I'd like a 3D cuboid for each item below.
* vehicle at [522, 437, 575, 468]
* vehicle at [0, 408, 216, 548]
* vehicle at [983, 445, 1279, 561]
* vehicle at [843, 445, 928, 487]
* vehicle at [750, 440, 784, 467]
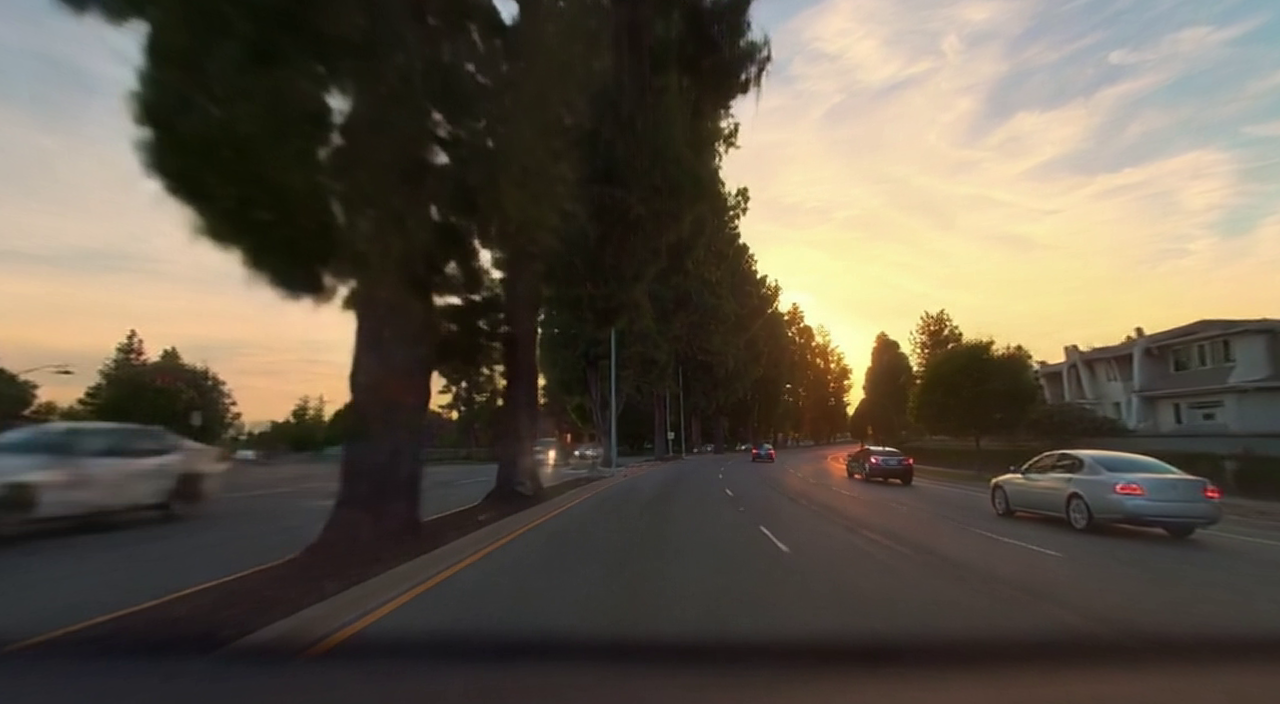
[{"bbox_3d":[-5.525,6.161,38.819,2.024,1.729,4.371,-1,-8,9],"label":"vehicle"},{"bbox_3d":[-8.570,1.673,8.697,2.126,1.637,4.509,-1,-8,3],"label":"vehicle"},{"bbox_3d":[7.466,2.182,9.992,1.783,1.386,4.433,-1,-8,3],"label":"vehicle"},{"bbox_3d":[9.360,4.355,24.429,1.855,1.444,4.389,-1,-8,5],"label":"vehicle"},{"bbox_3d":[8.246,6.605,41.130,1.991,1.684,4.127,-1,-8,9],"label":"vehicle"}]
